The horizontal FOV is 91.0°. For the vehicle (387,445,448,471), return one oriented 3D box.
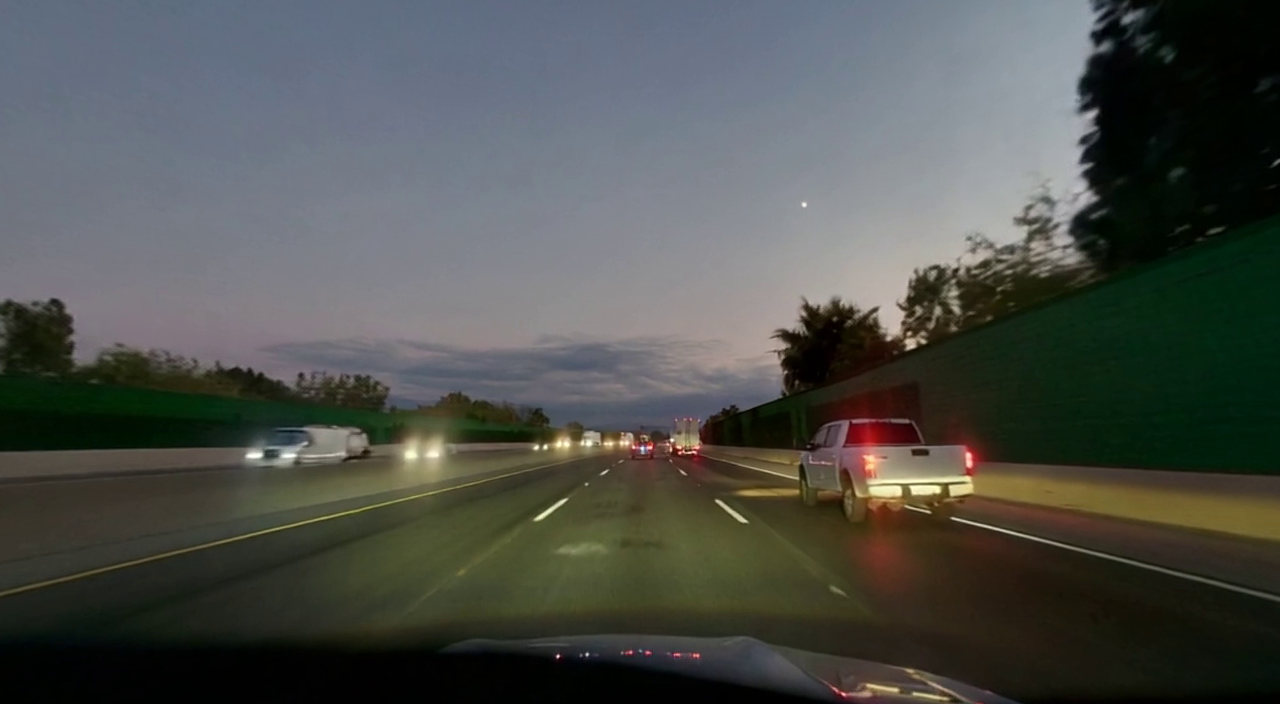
[{"bbox_3d":[-12.820,6.133,36.619,1.884,1.414,4.559,0,-8,0],"label":"vehicle"}]

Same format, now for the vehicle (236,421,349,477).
[{"bbox_3d":[-17.159,4.844,31.577,2.272,2.546,5.794,0,-8,1],"label":"vehicle"}]

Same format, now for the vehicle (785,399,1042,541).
[{"bbox_3d":[4.380,2.008,11.362,2.209,1.943,5.262,0,-8,0],"label":"vehicle"}]
